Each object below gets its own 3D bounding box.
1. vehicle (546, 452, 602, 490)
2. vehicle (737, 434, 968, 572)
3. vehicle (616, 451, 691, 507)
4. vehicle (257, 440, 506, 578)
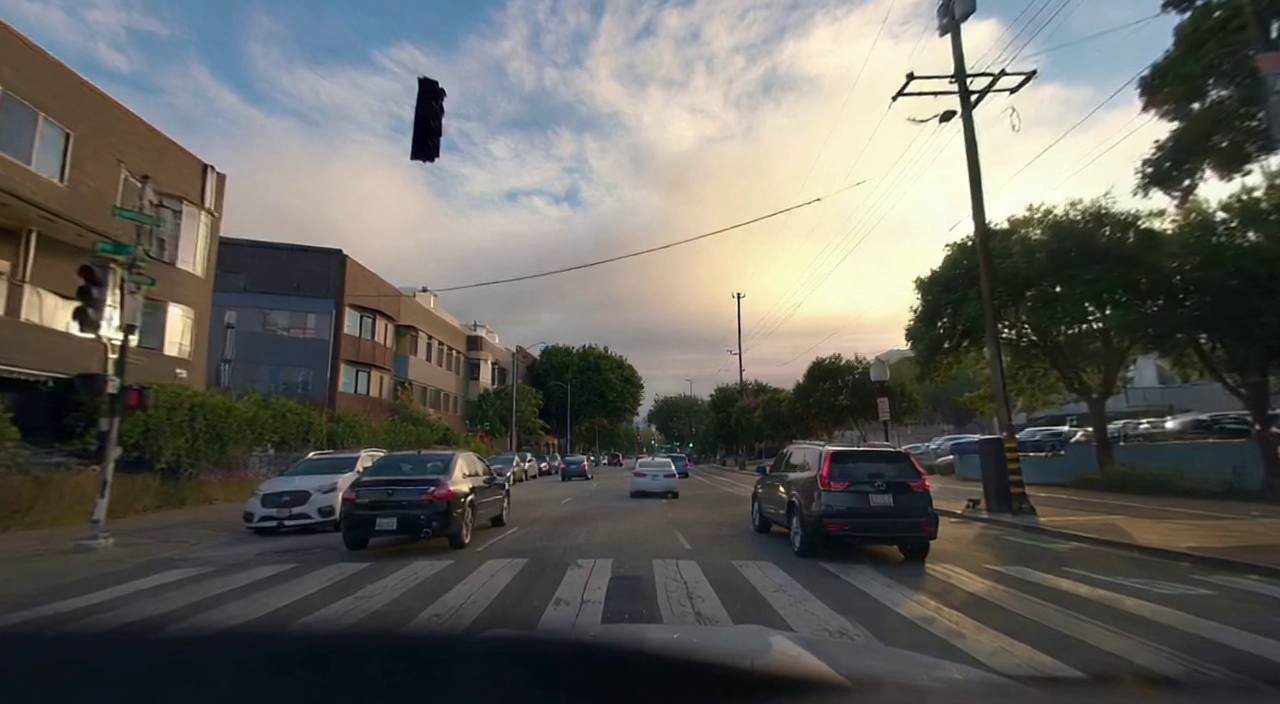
[{"bbox_3d":[-3.051,5.584,29.912,2.019,1.507,4.643,-1,-8,2],"label":"vehicle"},{"bbox_3d":[3.037,2.220,10.246,2.094,1.709,4.394,0,-8,-2],"label":"vehicle"},{"bbox_3d":[0.378,3.980,20.247,2.139,1.466,4.373,0,-8,0],"label":"vehicle"},{"bbox_3d":[-3.531,2.163,9.614,2.085,1.619,3.976,0,-8,0],"label":"vehicle"}]
